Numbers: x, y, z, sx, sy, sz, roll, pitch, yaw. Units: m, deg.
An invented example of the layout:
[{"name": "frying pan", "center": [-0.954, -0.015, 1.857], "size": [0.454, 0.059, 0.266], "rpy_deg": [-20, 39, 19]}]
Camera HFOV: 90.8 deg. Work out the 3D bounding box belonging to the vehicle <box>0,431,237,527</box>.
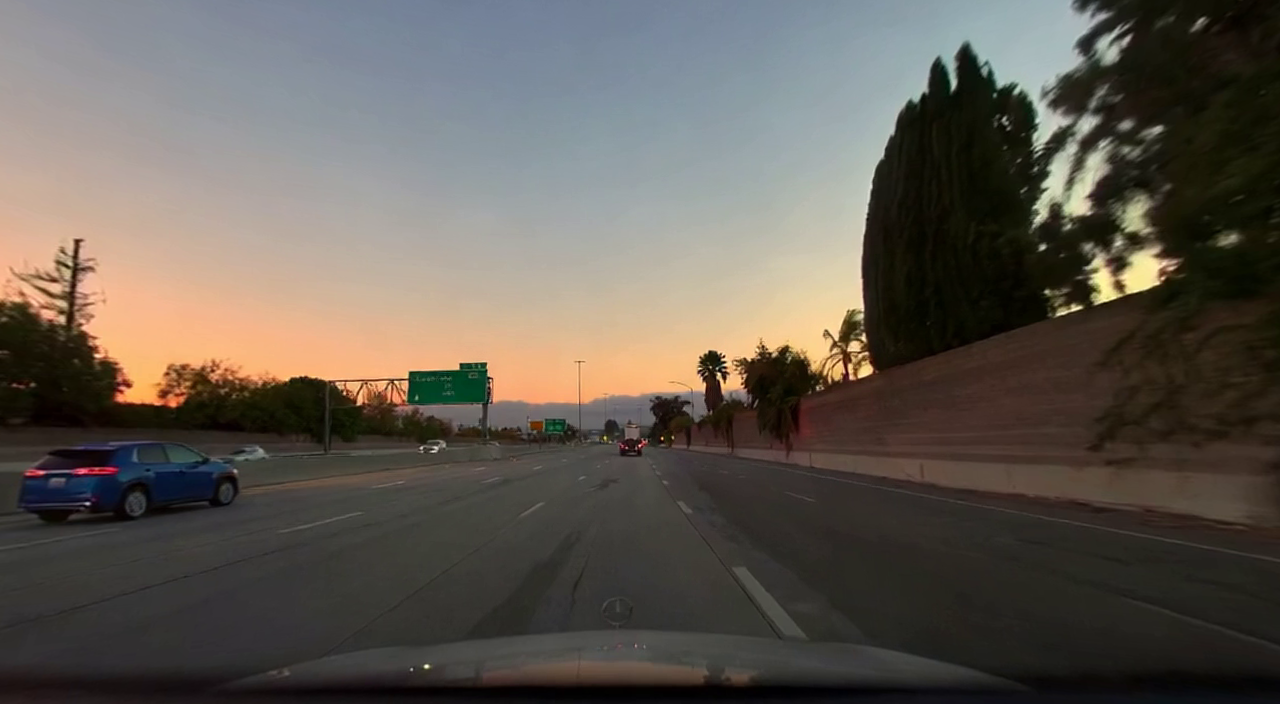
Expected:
[{"name": "vehicle", "center": [-10.608, 2.510, 13.039], "size": [1.897, 1.653, 4.113], "rpy_deg": [0, -9, -1]}]
